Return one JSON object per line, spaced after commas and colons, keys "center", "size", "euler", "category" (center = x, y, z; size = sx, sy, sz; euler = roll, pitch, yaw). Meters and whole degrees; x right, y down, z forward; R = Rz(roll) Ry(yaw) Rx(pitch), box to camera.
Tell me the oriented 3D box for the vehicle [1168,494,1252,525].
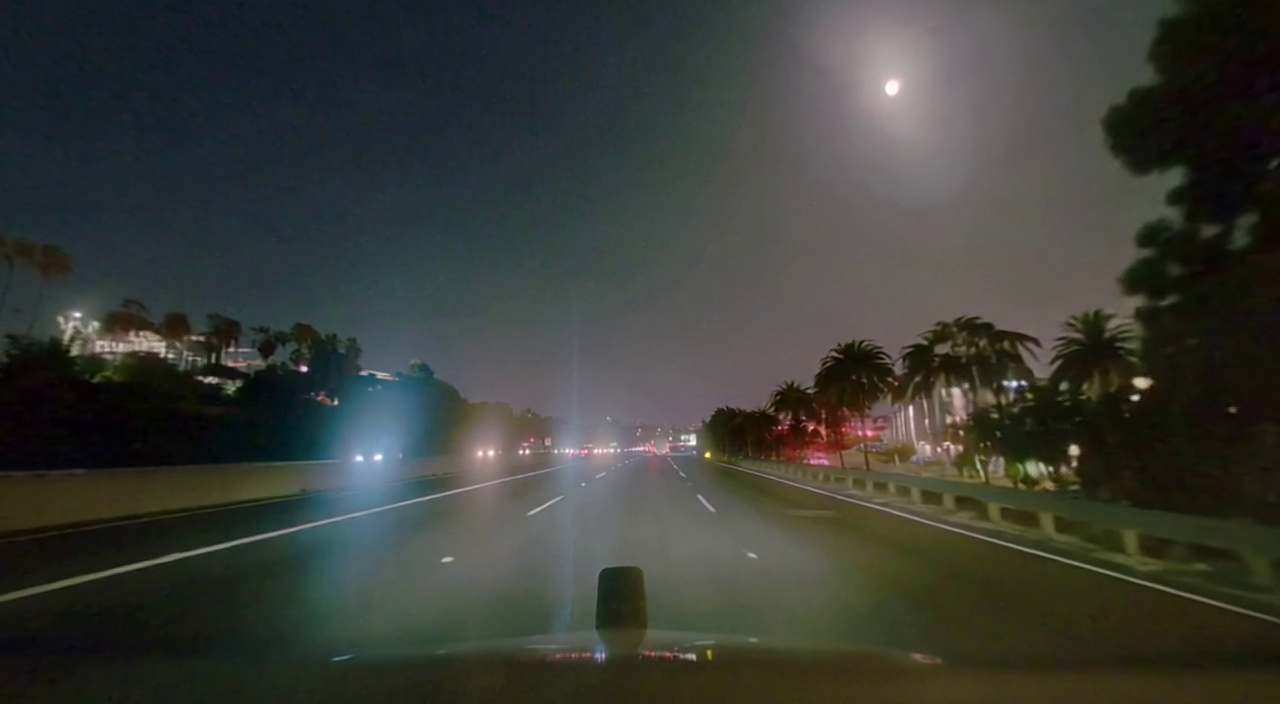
{"center": [42.378, 11.668, 46.722], "size": [4.192, 1.670, 2.096], "euler": [-3, -5, -4], "category": "vehicle"}
